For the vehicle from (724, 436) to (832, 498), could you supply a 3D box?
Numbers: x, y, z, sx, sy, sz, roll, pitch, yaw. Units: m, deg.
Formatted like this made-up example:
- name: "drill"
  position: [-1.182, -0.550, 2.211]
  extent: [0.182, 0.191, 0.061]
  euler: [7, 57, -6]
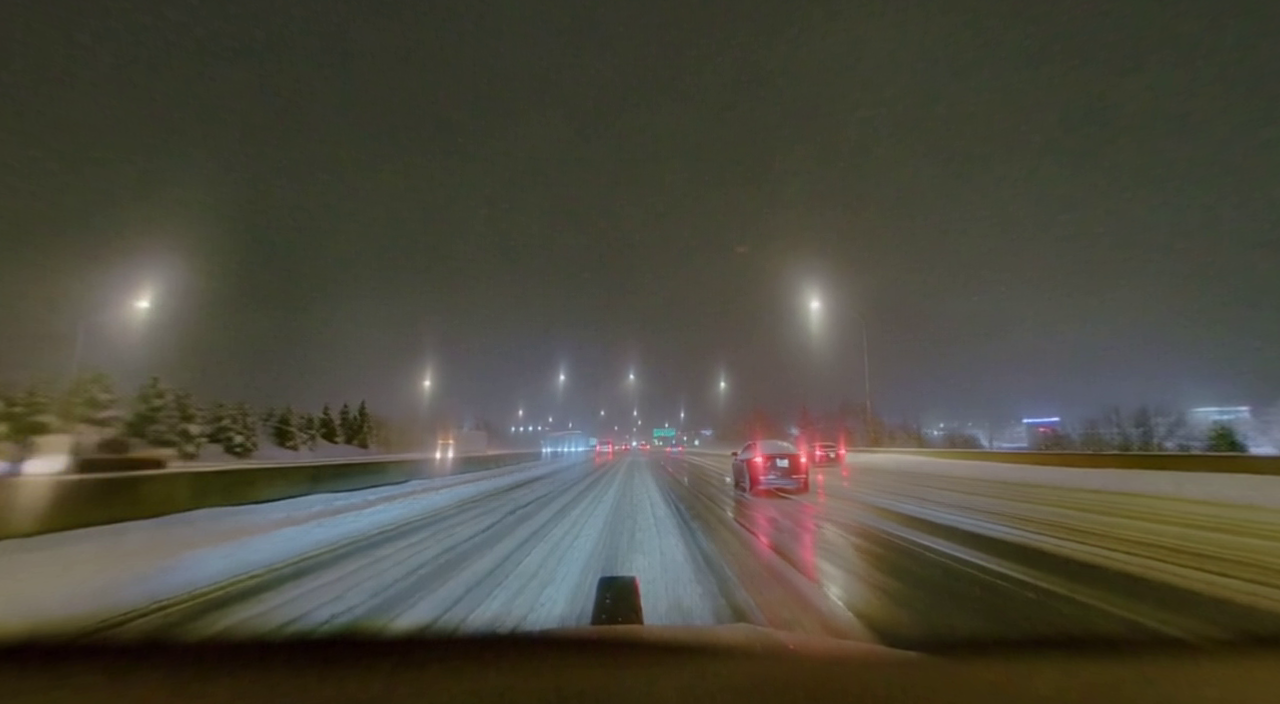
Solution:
- name: "vehicle"
  position: [3.641, 3.112, 17.491]
  extent: [1.961, 1.504, 4.094]
  euler: [0, -8, -1]

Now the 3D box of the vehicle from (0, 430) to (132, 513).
- name: "vehicle"
  position: [-21.999, 4.208, 22.713]
  extent: [2.474, 2.645, 5.819]
  euler: [0, -8, 0]

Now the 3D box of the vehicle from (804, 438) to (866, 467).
- name: "vehicle"
  position: [10.834, 5.621, 35.424]
  extent: [2.019, 1.529, 4.385]
  euler: [0, -8, -1]
